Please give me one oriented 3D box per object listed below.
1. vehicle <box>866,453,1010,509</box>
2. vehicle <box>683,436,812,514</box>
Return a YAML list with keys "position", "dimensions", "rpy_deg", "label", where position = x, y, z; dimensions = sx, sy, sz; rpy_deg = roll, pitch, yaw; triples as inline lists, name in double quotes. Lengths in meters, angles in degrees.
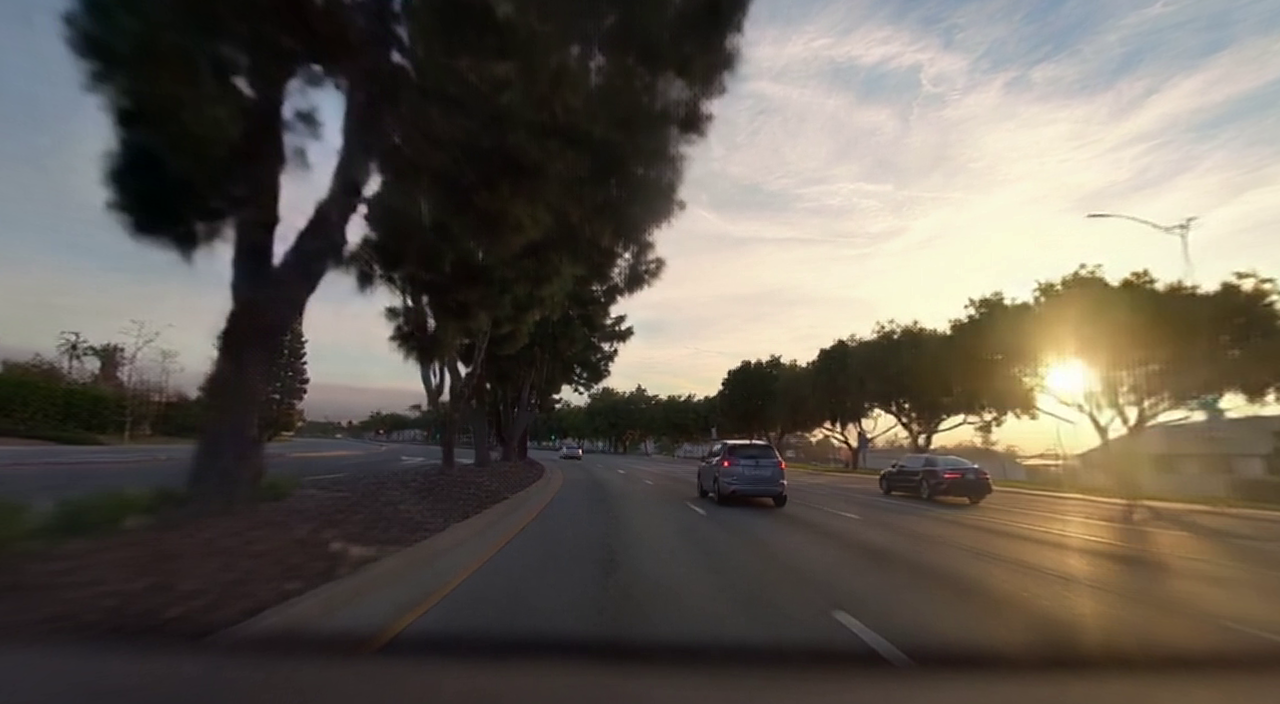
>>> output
- position: [9.092, 3.950, 19.830]
  dimensions: [1.940, 1.460, 4.652]
  rpy_deg: [1, -8, -5]
  label: "vehicle"
- position: [2.487, 2.991, 15.952]
  dimensions: [2.122, 1.646, 4.525]
  rpy_deg: [1, -8, -5]
  label: "vehicle"
